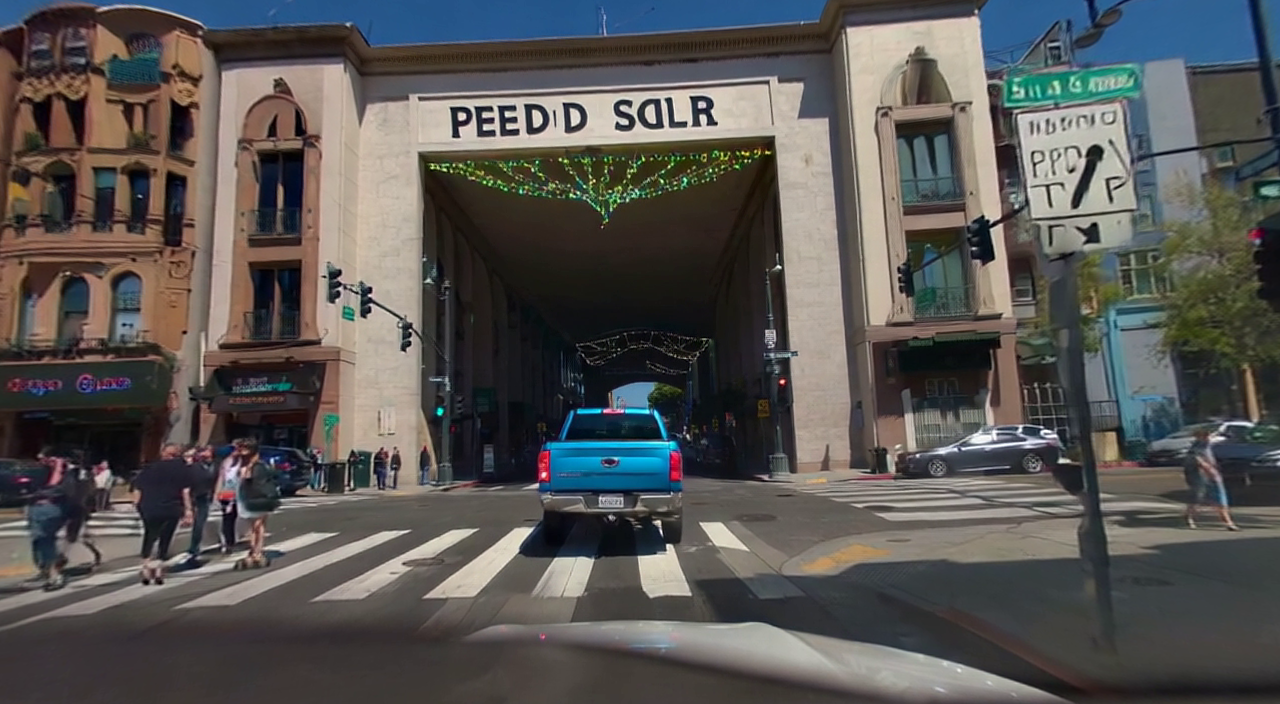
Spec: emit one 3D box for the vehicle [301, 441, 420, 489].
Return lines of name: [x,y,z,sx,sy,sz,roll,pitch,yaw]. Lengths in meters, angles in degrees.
vehicle: [-13.265,5.355,30.128,4.799,1.909,2.011,-3,-7,2]

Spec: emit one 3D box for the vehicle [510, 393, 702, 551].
vehicle: [-0.674,1.960,11.043,2.477,2.020,5.534,1,-8,-5]

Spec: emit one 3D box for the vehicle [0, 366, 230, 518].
vehicle: [-21.943,3.019,21.212,13.729,4.662,3.300,0,-8,0]

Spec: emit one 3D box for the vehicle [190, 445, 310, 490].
vehicle: [-18.610,5.492,30.232,4.398,2.057,1.959,0,-8,-1]

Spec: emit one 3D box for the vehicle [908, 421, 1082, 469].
vehicle: [11.620,3.078,20.842,4.600,1.506,1.878,0,-8,-1]

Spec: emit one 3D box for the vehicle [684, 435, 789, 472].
vehicle: [4.304,4.607,28.639,4.515,1.583,1.920,-1,-8,3]
